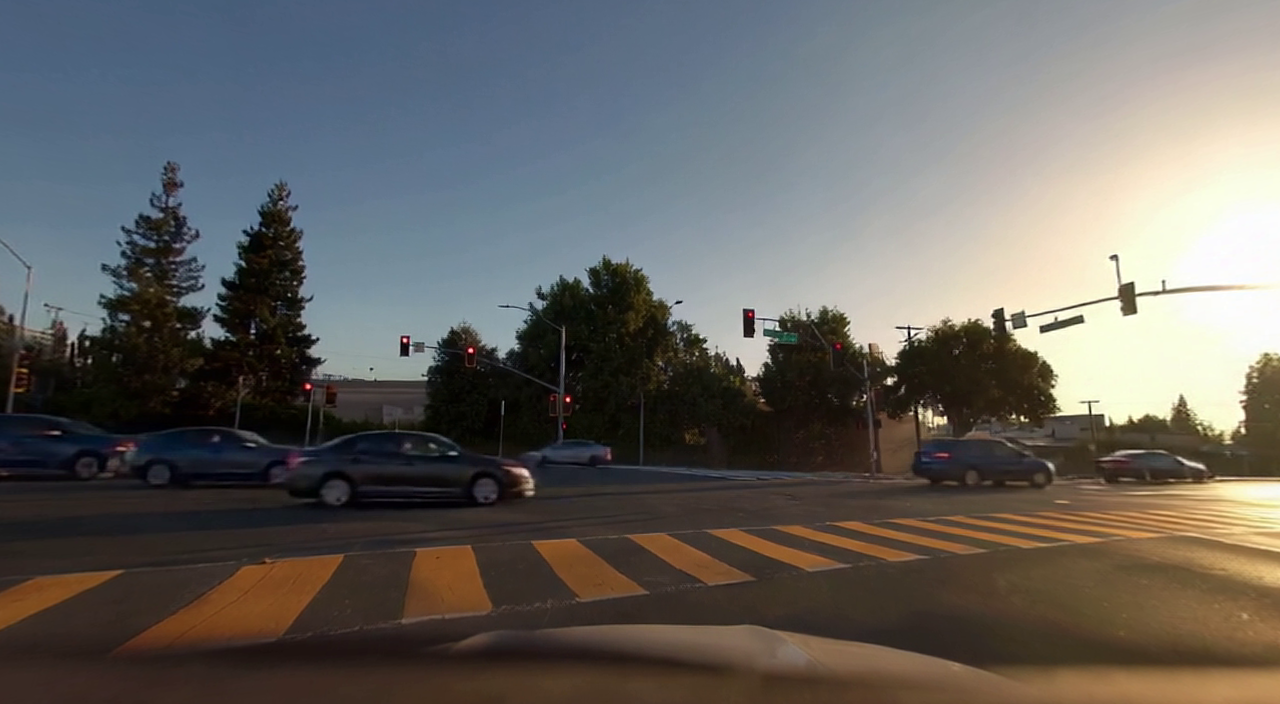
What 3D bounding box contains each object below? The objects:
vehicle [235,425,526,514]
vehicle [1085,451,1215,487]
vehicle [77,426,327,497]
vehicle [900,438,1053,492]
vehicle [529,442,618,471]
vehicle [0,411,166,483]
[{"bbox_3d":[-4.891,2.264,12.565,4.952,1.511,1.855,2,-9,-17],"label":"vehicle"},{"bbox_3d":[23.399,5.340,28.953,5.203,1.488,1.907,2,-9,-17],"label":"vehicle"},{"bbox_3d":[-10.145,2.562,15.079,4.475,1.496,1.861,3,-9,-18],"label":"vehicle"},{"bbox_3d":[11.673,3.864,21.942,4.626,1.710,1.891,2,-9,-17],"label":"vehicle"},{"bbox_3d":[-3.571,5.547,33.777,4.431,1.464,1.812,3,-9,-19],"label":"vehicle"},{"bbox_3d":[-16.023,2.545,16.975,4.708,1.810,1.986,3,-9,-19],"label":"vehicle"}]
